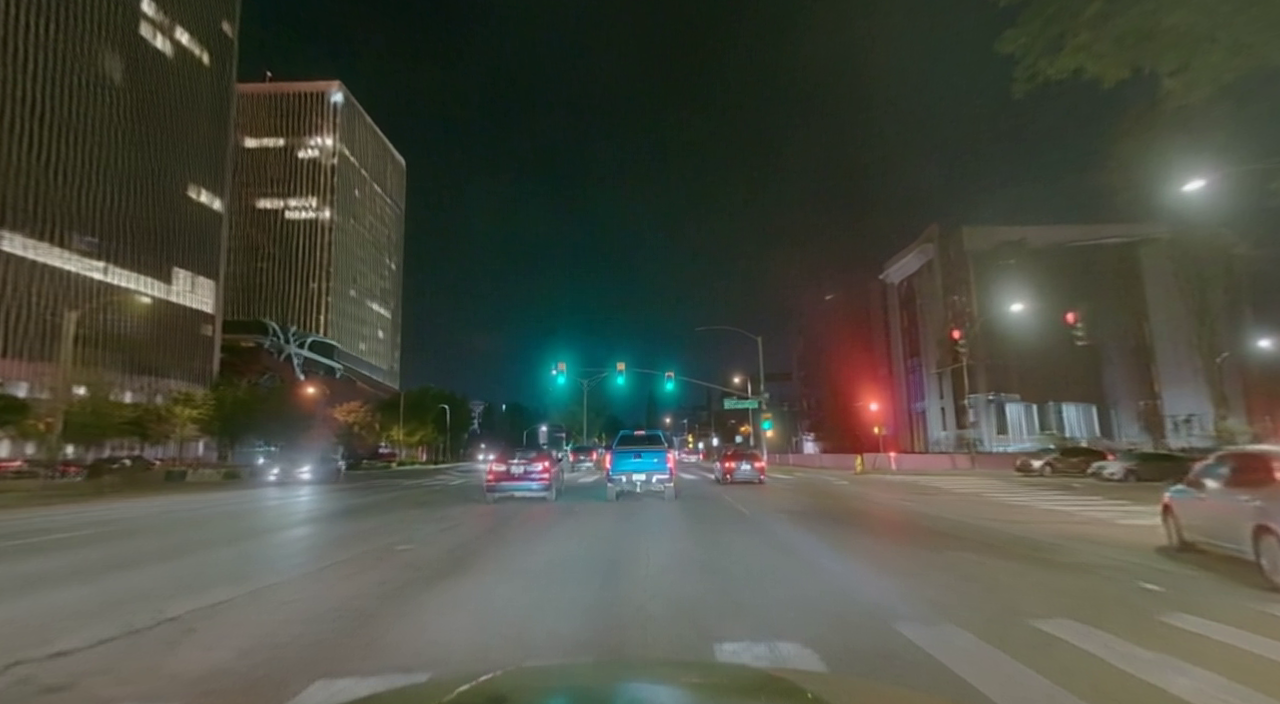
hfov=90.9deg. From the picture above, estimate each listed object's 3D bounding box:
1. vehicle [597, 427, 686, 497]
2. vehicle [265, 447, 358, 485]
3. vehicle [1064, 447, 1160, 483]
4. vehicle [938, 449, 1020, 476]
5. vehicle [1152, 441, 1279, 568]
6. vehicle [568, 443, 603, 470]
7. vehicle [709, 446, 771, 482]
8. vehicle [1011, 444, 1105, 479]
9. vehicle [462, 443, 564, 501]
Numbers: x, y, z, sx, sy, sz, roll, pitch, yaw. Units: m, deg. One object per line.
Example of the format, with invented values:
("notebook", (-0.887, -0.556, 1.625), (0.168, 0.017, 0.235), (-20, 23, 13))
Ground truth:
("vehicle", (0.054, 3.459, 20.226), (2.493, 1.934, 4.957), (0, -8, 0))
("vehicle", (-15.889, 5.490, 30.789), (2.012, 1.674, 4.522), (0, -8, 1))
("vehicle", (23.674, 5.600, 31.578), (4.705, 1.675, 1.890), (4, -9, -28))
("vehicle", (19.944, 6.462, 37.044), (4.417, 1.492, 1.943), (4, -9, -26))
("vehicle", (10.980, 2.436, 10.703), (2.126, 1.820, 4.521), (-3, -9, 21))
("vehicle", (-3.614, 7.029, 42.686), (2.018, 1.700, 4.142), (0, -8, 0))
("vehicle", (4.360, 4.929, 28.141), (1.968, 1.472, 4.456), (0, -8, -1))
("vehicle", (23.103, 6.009, 34.817), (4.786, 1.777, 2.248), (4, -10, -28))
("vehicle", (-3.534, 3.408, 18.434), (1.986, 1.465, 4.509), (0, -8, 1))
